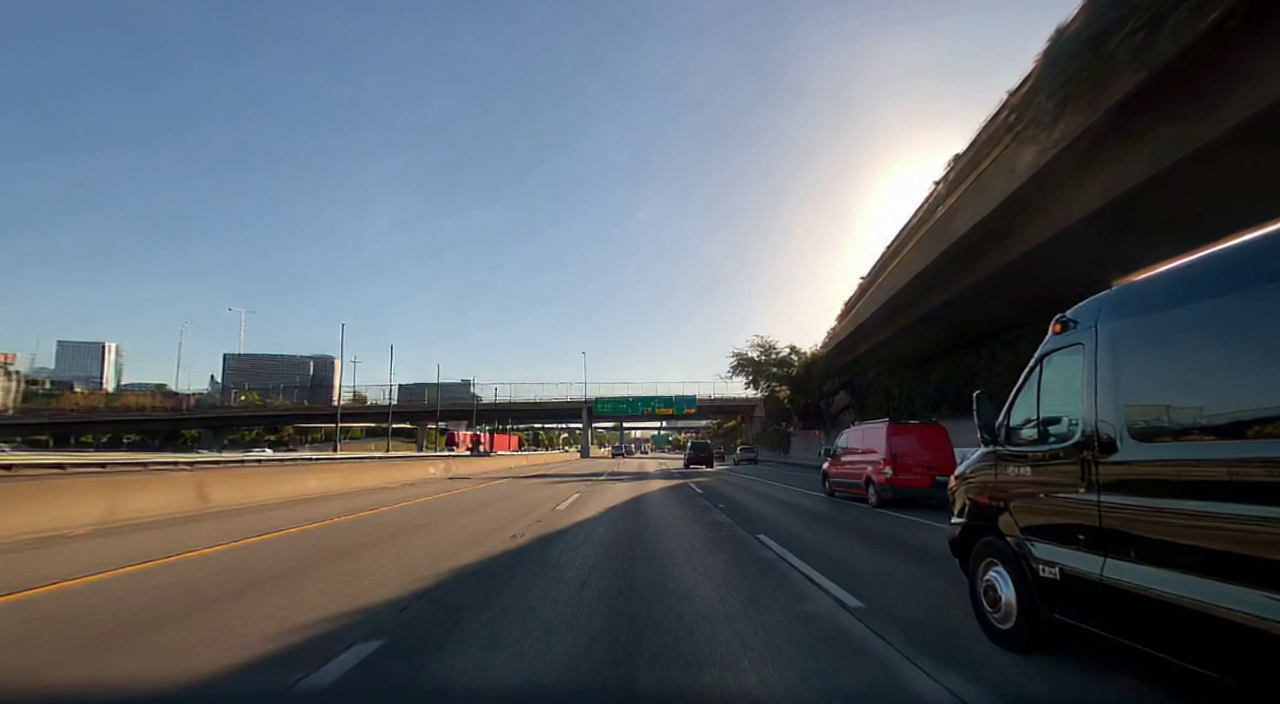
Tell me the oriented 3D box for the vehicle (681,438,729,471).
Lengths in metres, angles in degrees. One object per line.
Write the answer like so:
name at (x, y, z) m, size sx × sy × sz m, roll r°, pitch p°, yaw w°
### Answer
vehicle at (4.066, 6.576, 40.755) m, size 2.464 × 1.961 × 5.520 m, roll 0°, pitch -8°, yaw 0°

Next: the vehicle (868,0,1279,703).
vehicle at (3.174, 0.245, 1.773) m, size 2.436 × 2.745 × 7.034 m, roll 0°, pitch -8°, yaw 0°
